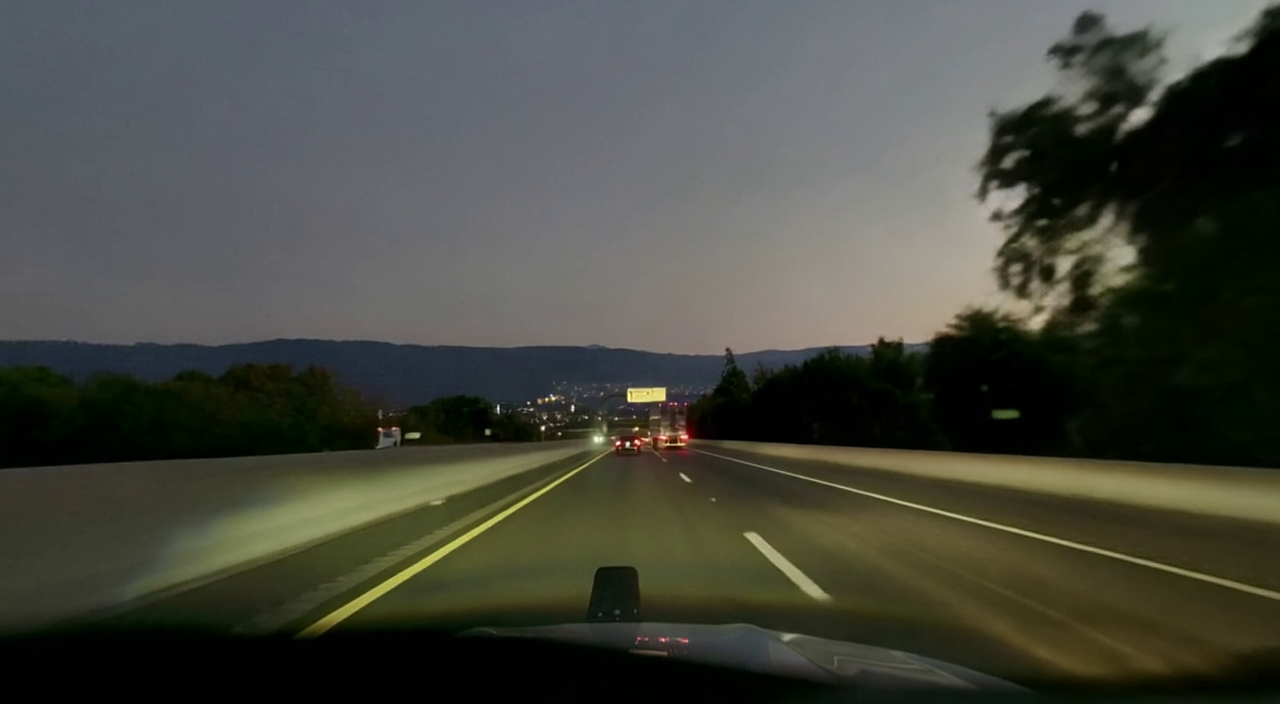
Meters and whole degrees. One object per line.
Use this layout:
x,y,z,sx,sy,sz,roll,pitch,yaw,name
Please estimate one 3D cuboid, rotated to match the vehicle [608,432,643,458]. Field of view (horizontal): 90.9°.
-0.874,5.867,39.778,2.095,1.557,3.963,0,-8,-1,vehicle
